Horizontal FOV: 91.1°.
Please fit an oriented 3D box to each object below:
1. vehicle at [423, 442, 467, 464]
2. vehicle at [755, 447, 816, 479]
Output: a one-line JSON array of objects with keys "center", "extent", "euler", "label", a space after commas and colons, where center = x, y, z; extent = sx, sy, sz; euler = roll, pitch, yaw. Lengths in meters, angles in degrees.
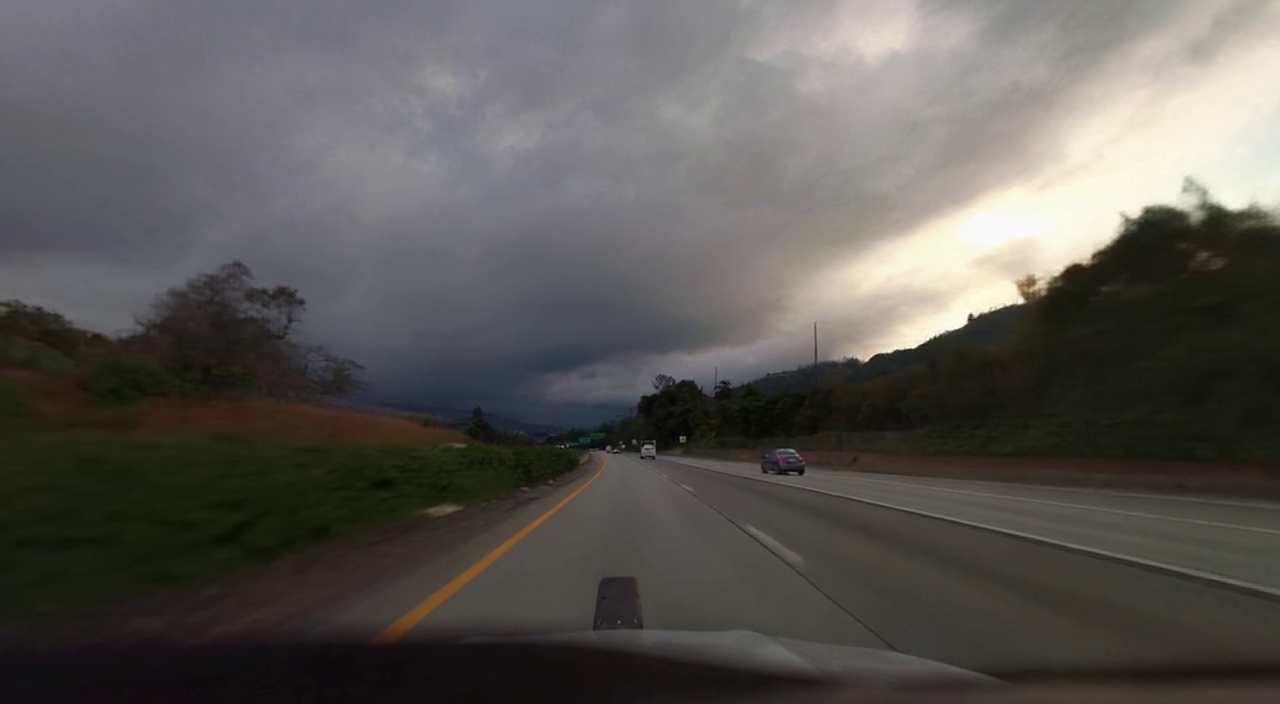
[{"center": [-13.640, 7.092, 44.175], "extent": [1.851, 1.486, 4.205], "euler": [0, -9, -1], "label": "vehicle"}, {"center": [7.197, 5.515, 31.482], "extent": [1.942, 1.462, 3.926], "euler": [0, -9, -2], "label": "vehicle"}]
